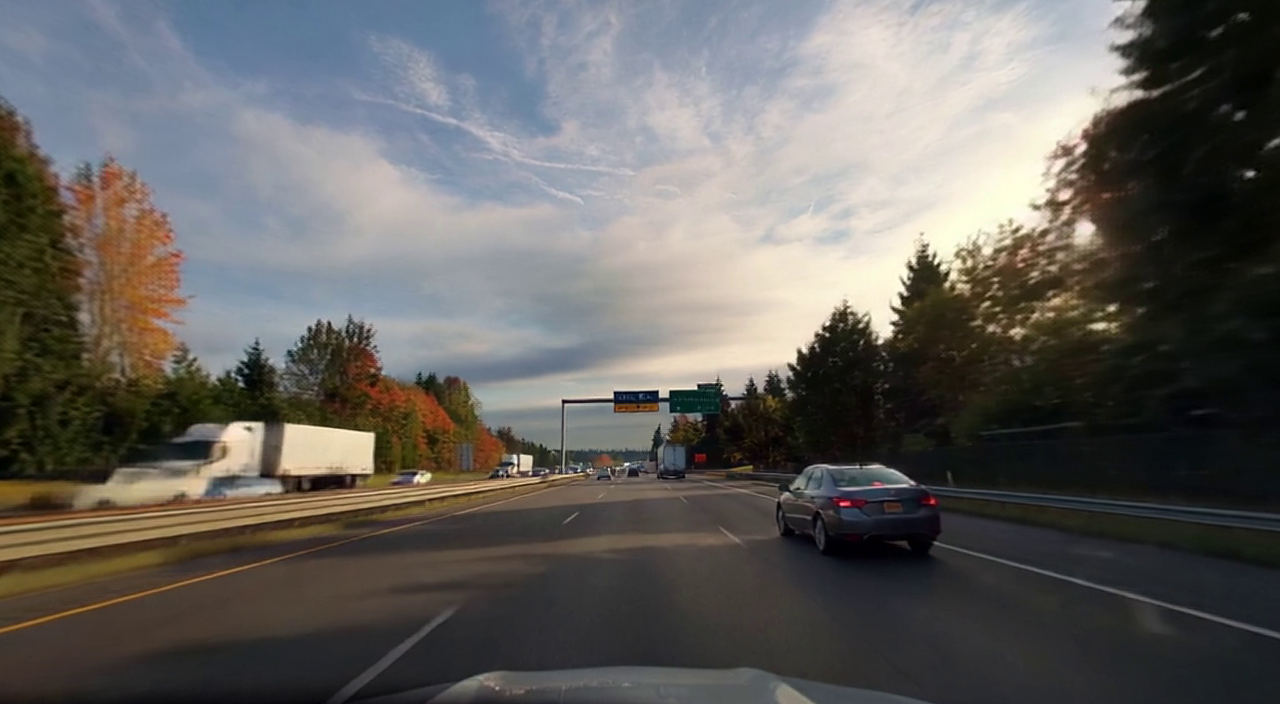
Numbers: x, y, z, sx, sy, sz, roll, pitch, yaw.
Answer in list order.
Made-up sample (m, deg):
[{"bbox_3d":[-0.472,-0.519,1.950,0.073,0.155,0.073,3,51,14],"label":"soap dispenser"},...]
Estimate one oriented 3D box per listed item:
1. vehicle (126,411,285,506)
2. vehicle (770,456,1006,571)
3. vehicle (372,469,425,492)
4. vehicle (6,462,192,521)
[{"bbox_3d":[-20.205,5.081,29.888,2.936,3.988,5.945,0,-11,0],"label":"vehicle"},{"bbox_3d":[3.746,2.559,10.634,2.051,1.472,4.547,1,-10,-1],"label":"vehicle"},{"bbox_3d":[-16.021,8.536,42.039,1.780,1.452,4.497,1,-10,0],"label":"vehicle"},{"bbox_3d":[-15.640,4.029,18.560,1.736,1.475,4.118,0,-10,1],"label":"vehicle"}]
